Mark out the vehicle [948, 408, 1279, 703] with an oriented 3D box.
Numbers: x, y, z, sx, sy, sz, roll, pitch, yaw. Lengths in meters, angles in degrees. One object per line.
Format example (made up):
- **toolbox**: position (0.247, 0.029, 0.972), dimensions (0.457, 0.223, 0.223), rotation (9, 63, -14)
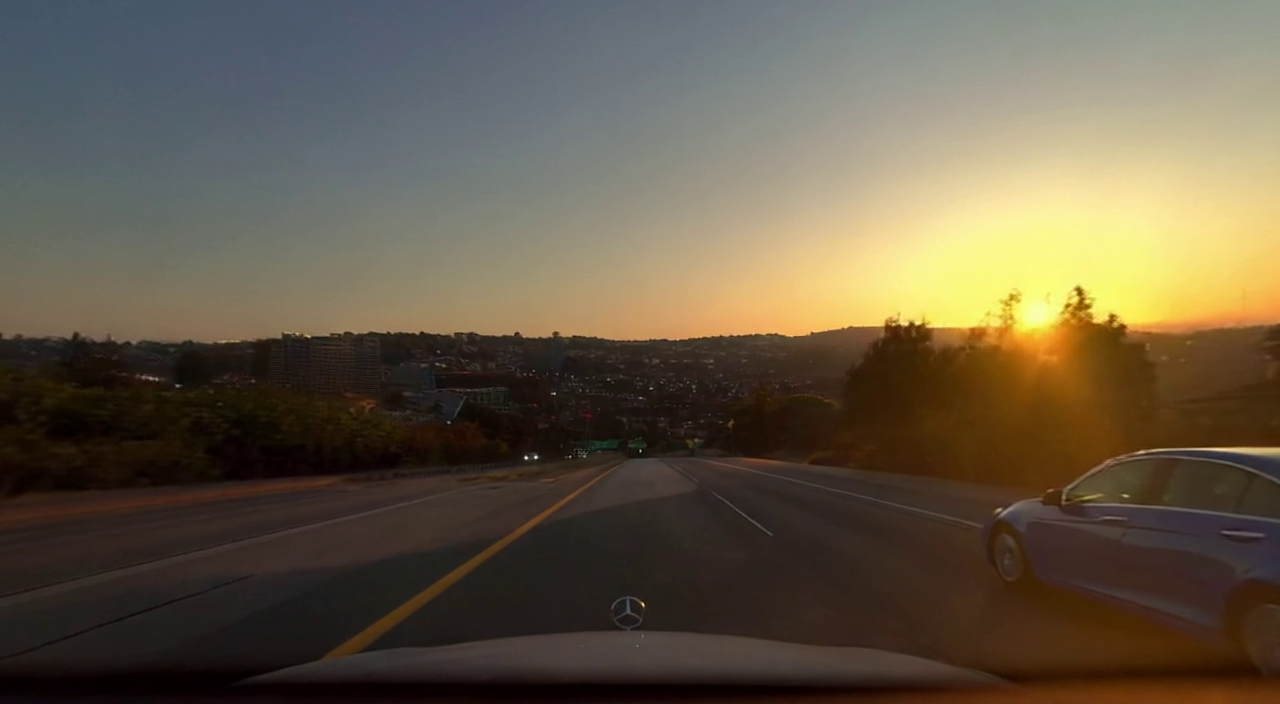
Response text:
- **vehicle**: position (4.172, 1.149, 3.949), dimensions (2.053, 1.490, 4.799), rotation (0, -8, 0)
